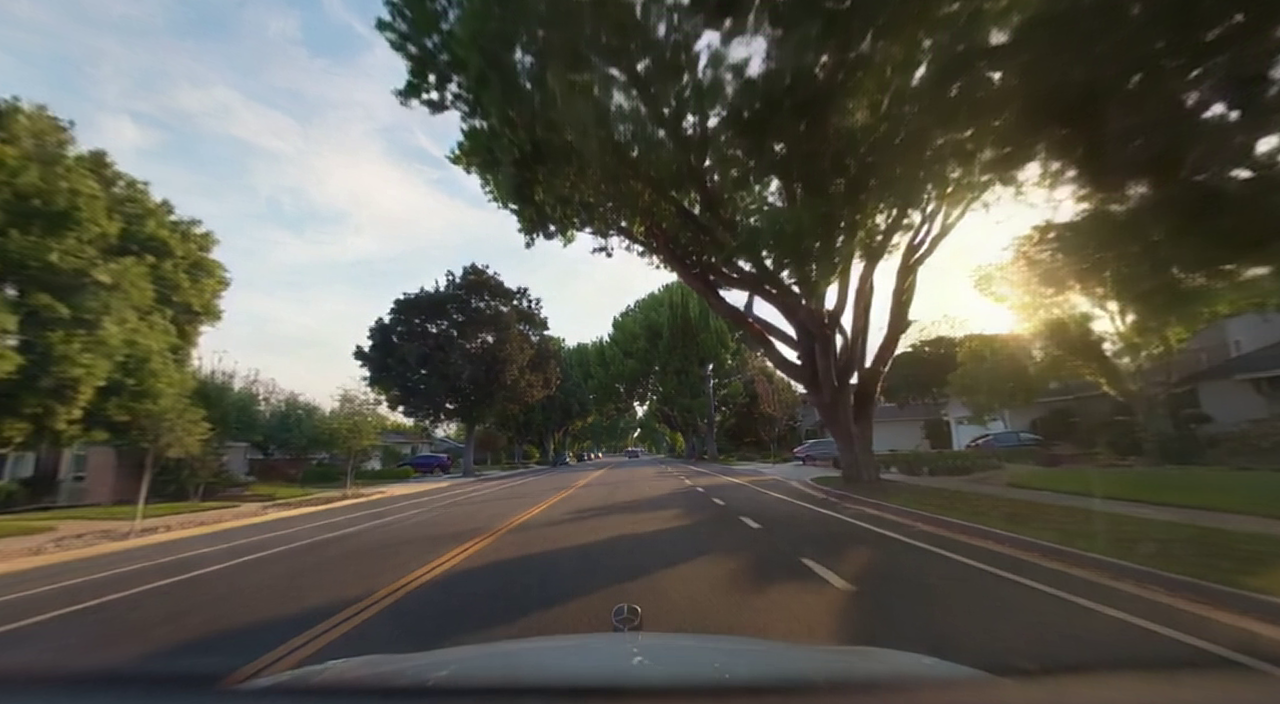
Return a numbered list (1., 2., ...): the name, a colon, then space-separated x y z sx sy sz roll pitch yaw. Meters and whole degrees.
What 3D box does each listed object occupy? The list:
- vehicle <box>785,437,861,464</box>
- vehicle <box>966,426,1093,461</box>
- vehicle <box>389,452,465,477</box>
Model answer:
1. vehicle: 12.003 6.493 41.638 4.392 1.685 1.959 1 -8 -4
2. vehicle: 16.897 4.046 27.610 1.867 1.390 4.234 4 -10 -34
3. vehicle: -15.679 8.277 46.714 4.859 1.780 2.031 0 -9 2
